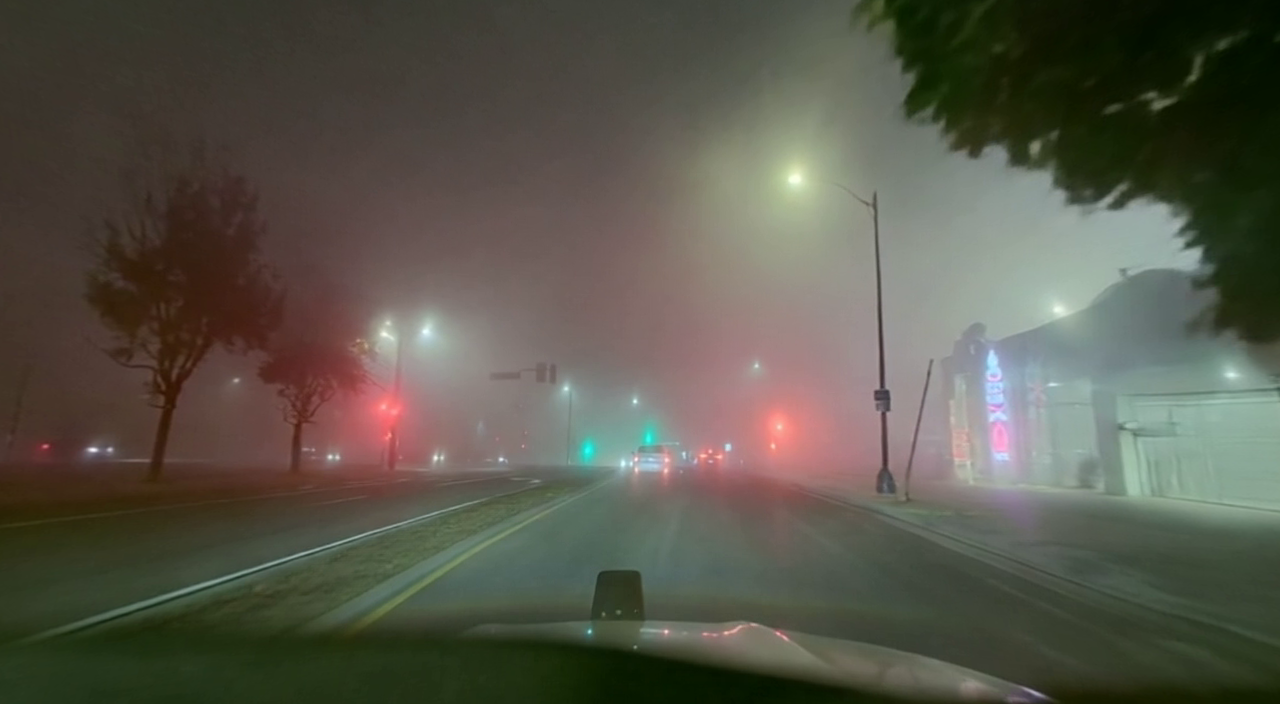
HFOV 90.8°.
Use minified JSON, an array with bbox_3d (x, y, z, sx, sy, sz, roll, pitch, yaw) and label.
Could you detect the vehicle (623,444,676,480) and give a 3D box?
[{"bbox_3d":[0.493,4.941,28.664,2.173,1.479,4.264,-1,-9,4],"label":"vehicle"}]
